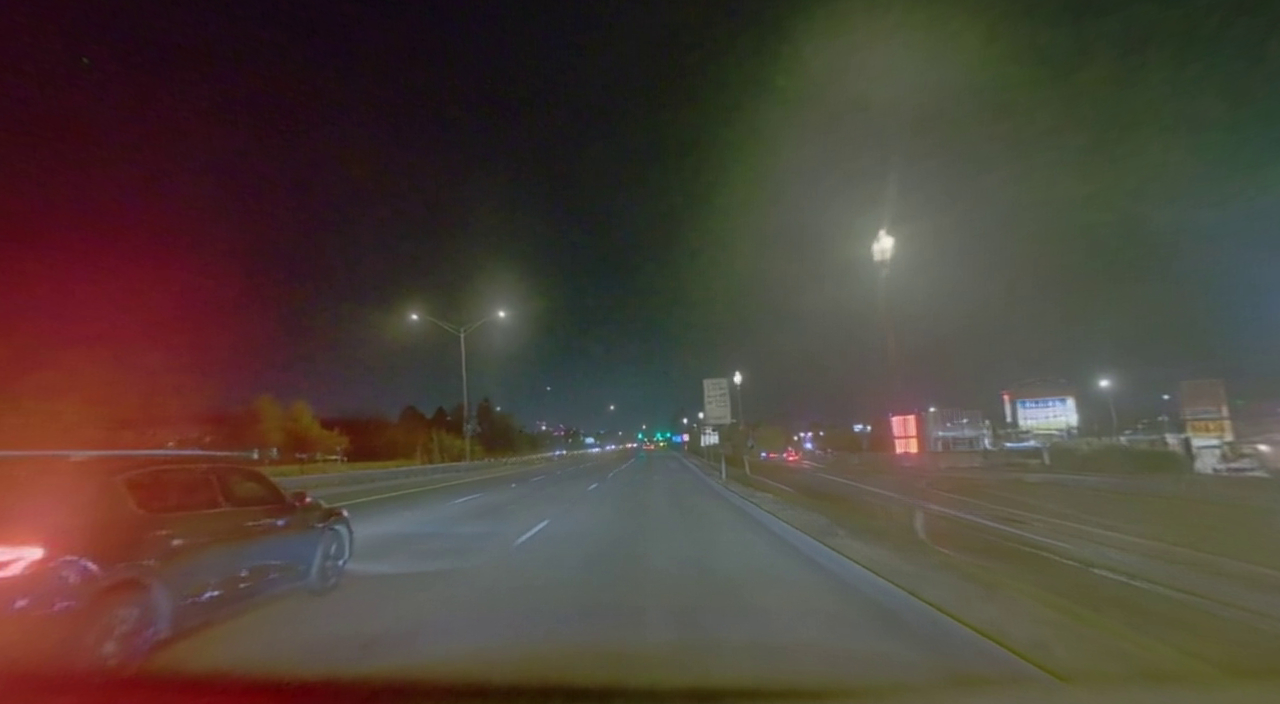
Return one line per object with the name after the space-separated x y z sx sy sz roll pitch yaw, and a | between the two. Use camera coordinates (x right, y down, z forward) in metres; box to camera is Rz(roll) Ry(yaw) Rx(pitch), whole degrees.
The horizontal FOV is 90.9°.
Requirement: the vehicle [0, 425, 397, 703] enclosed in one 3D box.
-3.516 1.270 4.049 1.972 1.490 4.591 0 -8 1 | vehicle
